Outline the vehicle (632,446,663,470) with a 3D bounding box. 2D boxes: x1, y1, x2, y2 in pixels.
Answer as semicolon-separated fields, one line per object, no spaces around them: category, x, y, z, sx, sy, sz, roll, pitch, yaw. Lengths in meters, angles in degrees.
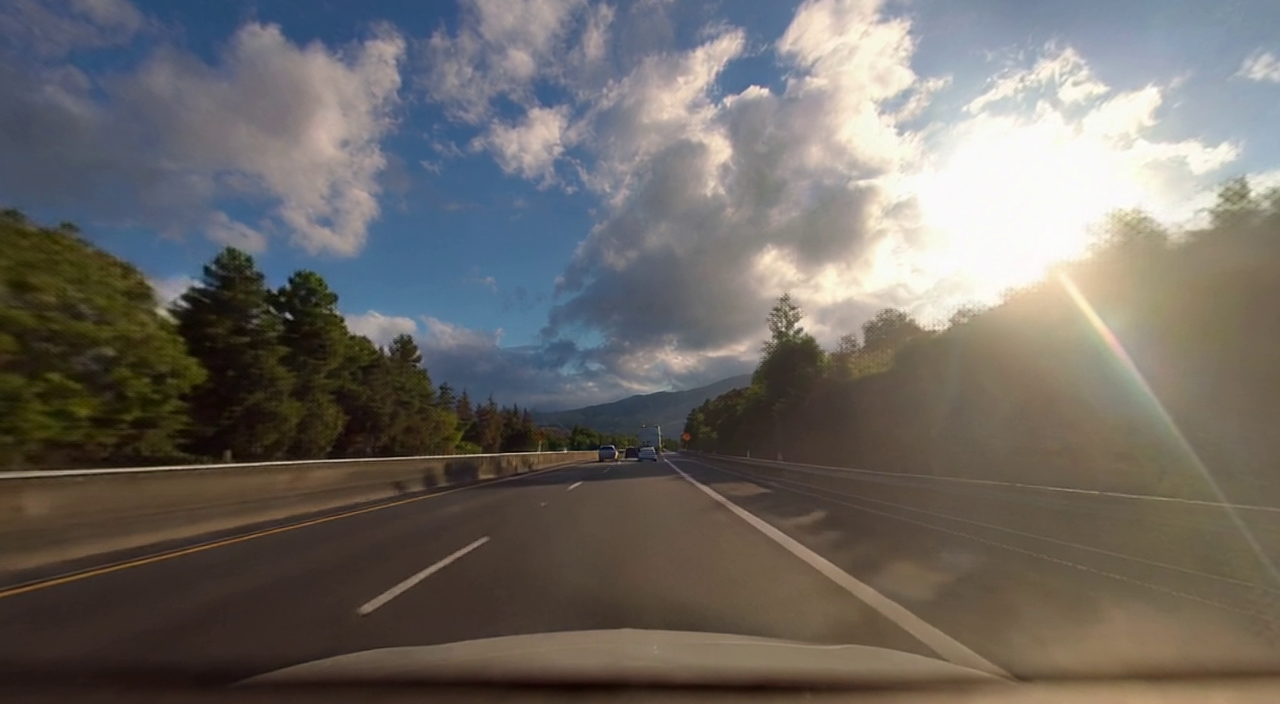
vehicle;0.502;6.959;41.410;1.934;1.488;3.832;0;-9;1
